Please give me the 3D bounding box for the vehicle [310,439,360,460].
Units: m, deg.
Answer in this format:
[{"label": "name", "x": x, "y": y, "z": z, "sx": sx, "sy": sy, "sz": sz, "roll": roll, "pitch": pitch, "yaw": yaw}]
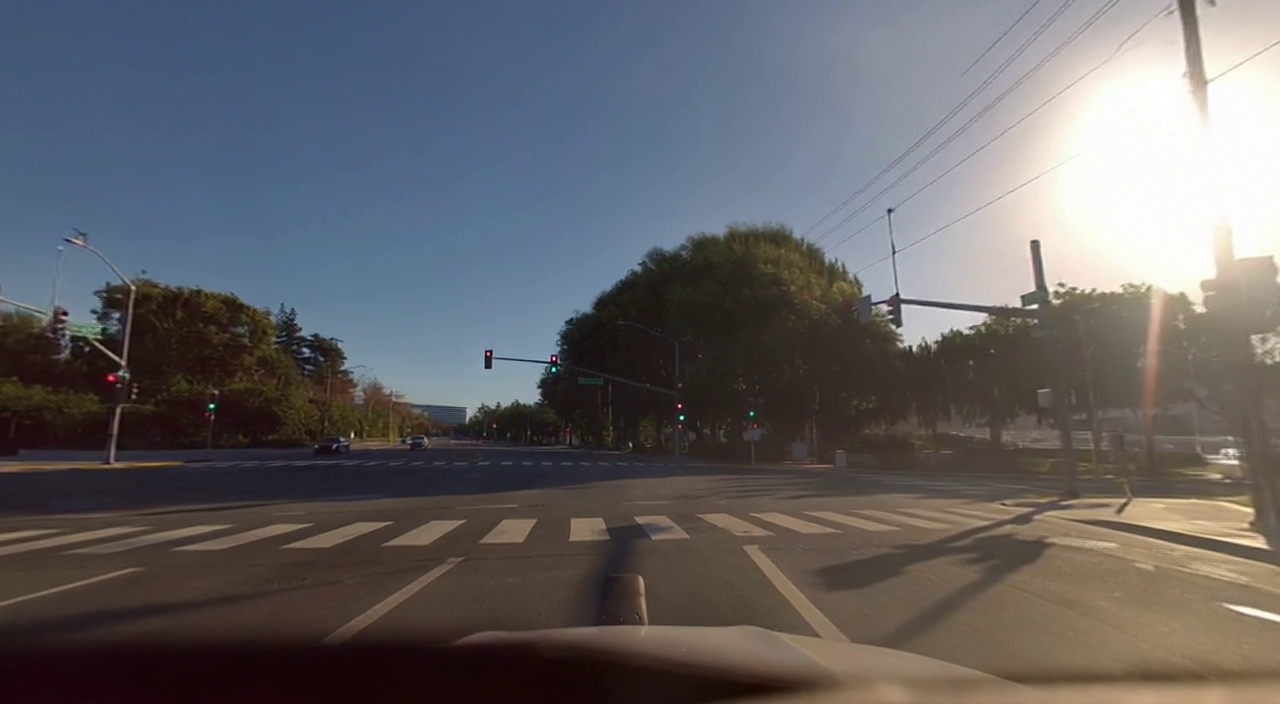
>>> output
[{"label": "vehicle", "x": -21.348, "y": 6.853, "z": 44.433, "sx": 1.918, "sy": 1.432, "sz": 4.433, "roll": 1, "pitch": -9, "yaw": -9}]
